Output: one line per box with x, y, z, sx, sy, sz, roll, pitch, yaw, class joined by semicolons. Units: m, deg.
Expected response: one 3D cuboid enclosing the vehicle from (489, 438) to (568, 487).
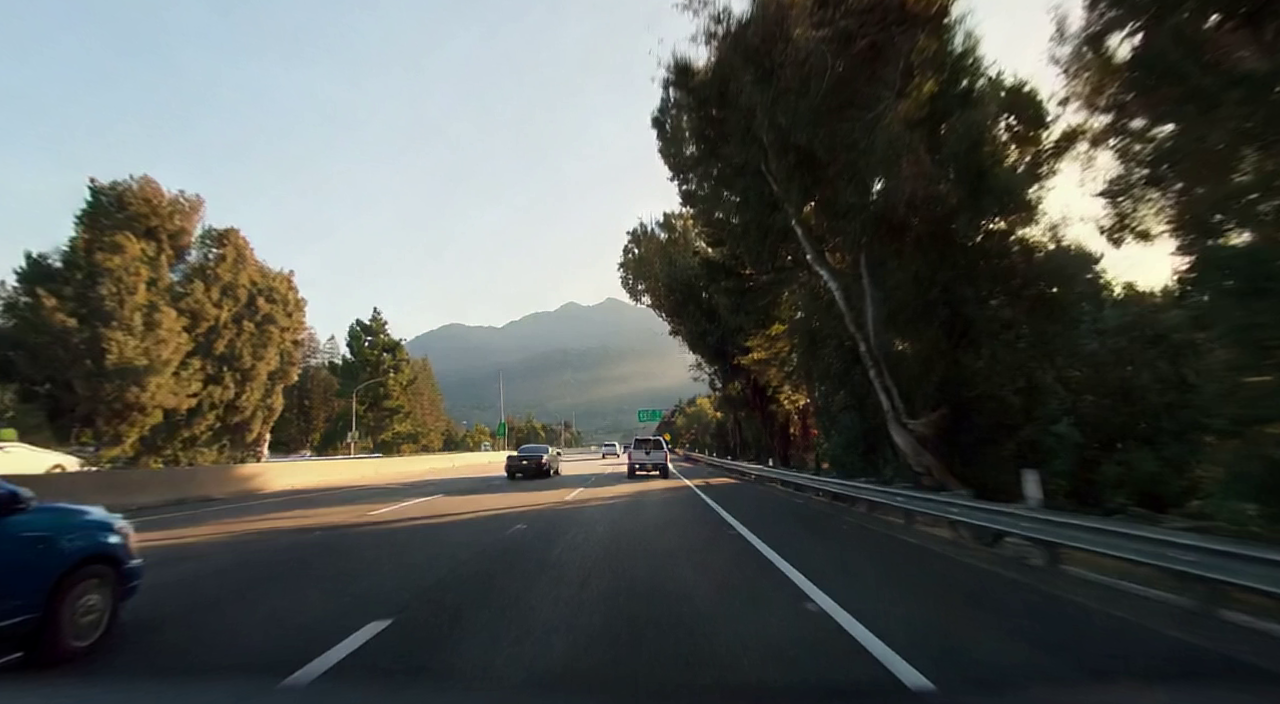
-4.027;4.052;23.465;2.106;1.651;4.040;-1;-9;1;vehicle

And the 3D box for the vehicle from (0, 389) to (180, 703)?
-4.024;0.846;2.030;1.959;1.604;4.065;0;-9;0;vehicle

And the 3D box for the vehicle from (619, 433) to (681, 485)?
0.369;4.223;25.317;2.229;1.837;5.387;0;-8;0;vehicle
